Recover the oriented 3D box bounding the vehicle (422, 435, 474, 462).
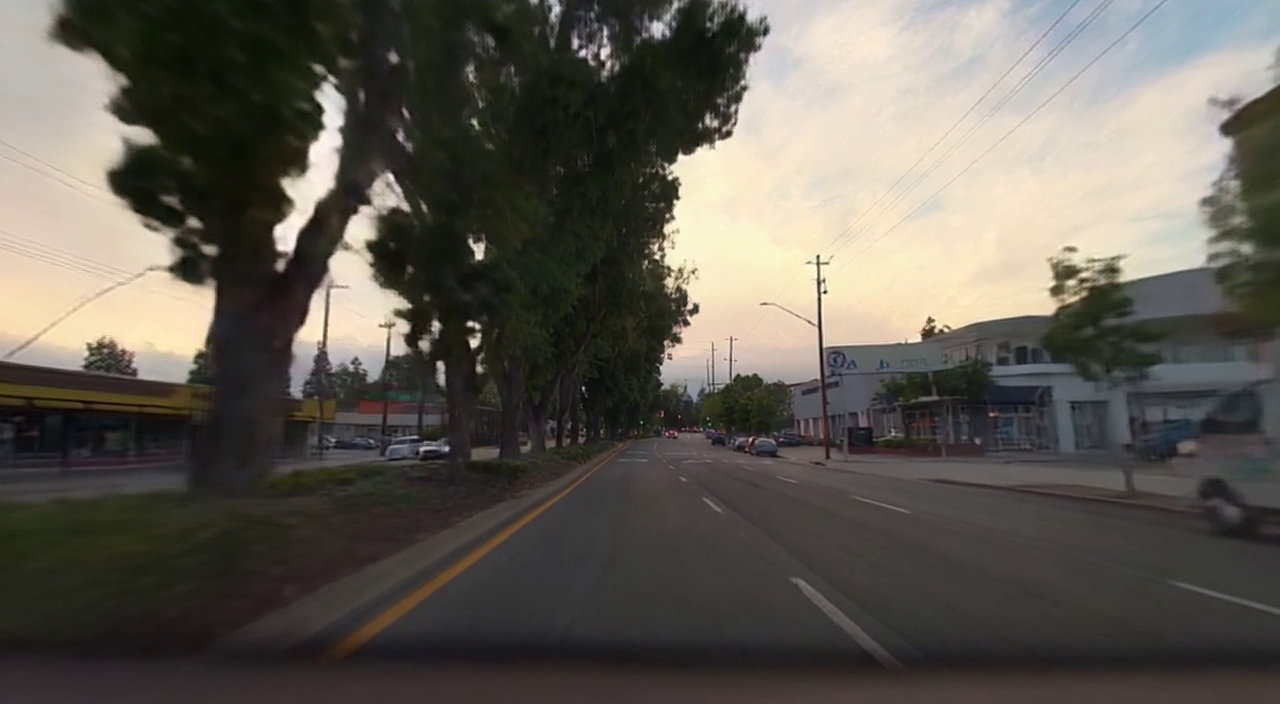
[{"bbox_3d":[-12.753,6.449,42.232,2.027,1.647,4.385,0,-8,1],"label":"vehicle"}]

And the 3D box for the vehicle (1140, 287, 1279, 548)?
[{"bbox_3d":[9.712,0.550,6.187,2.684,3.381,8.336,0,-9,0],"label":"vehicle"}]
